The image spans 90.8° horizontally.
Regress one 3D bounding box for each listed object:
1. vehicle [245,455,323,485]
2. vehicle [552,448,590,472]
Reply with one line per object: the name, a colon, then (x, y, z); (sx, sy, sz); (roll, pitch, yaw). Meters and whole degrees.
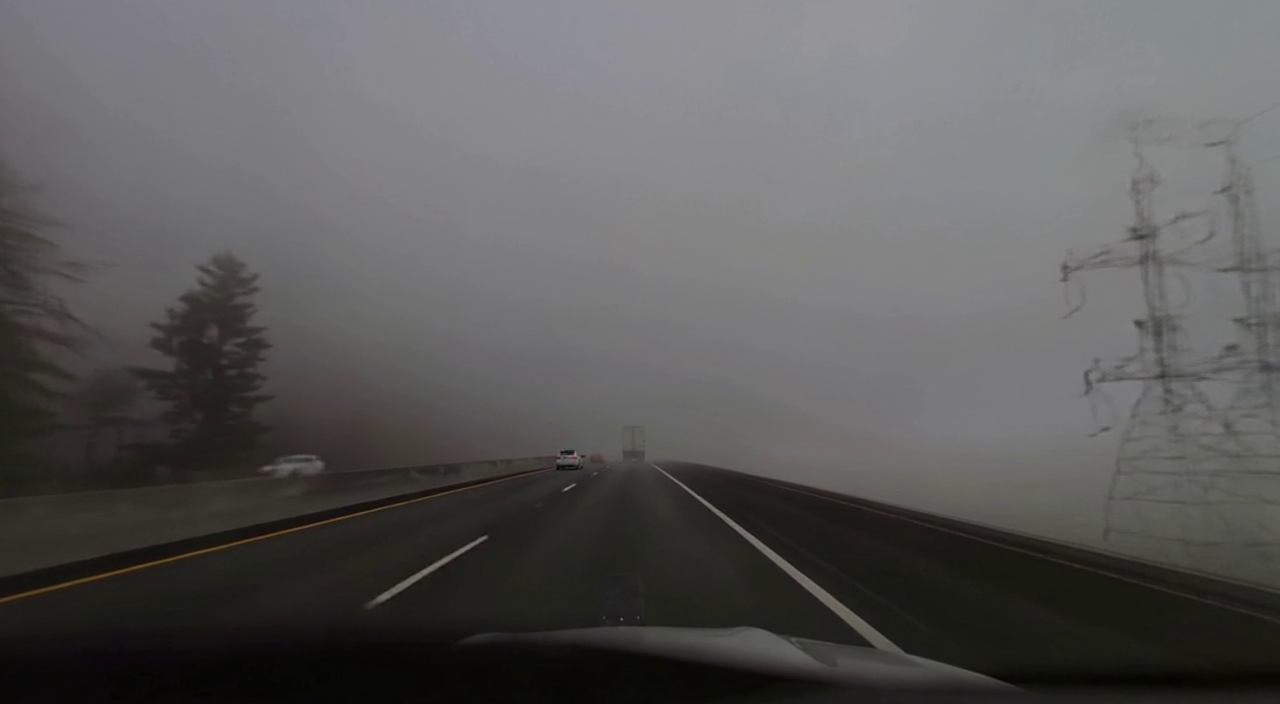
vehicle: (-18.197, 6.026, 32.450); (1.811, 1.460, 3.662); (0, -9, 0)
vehicle: (-4.471, 7.084, 41.541); (2.106, 1.445, 4.404); (0, -9, -1)
